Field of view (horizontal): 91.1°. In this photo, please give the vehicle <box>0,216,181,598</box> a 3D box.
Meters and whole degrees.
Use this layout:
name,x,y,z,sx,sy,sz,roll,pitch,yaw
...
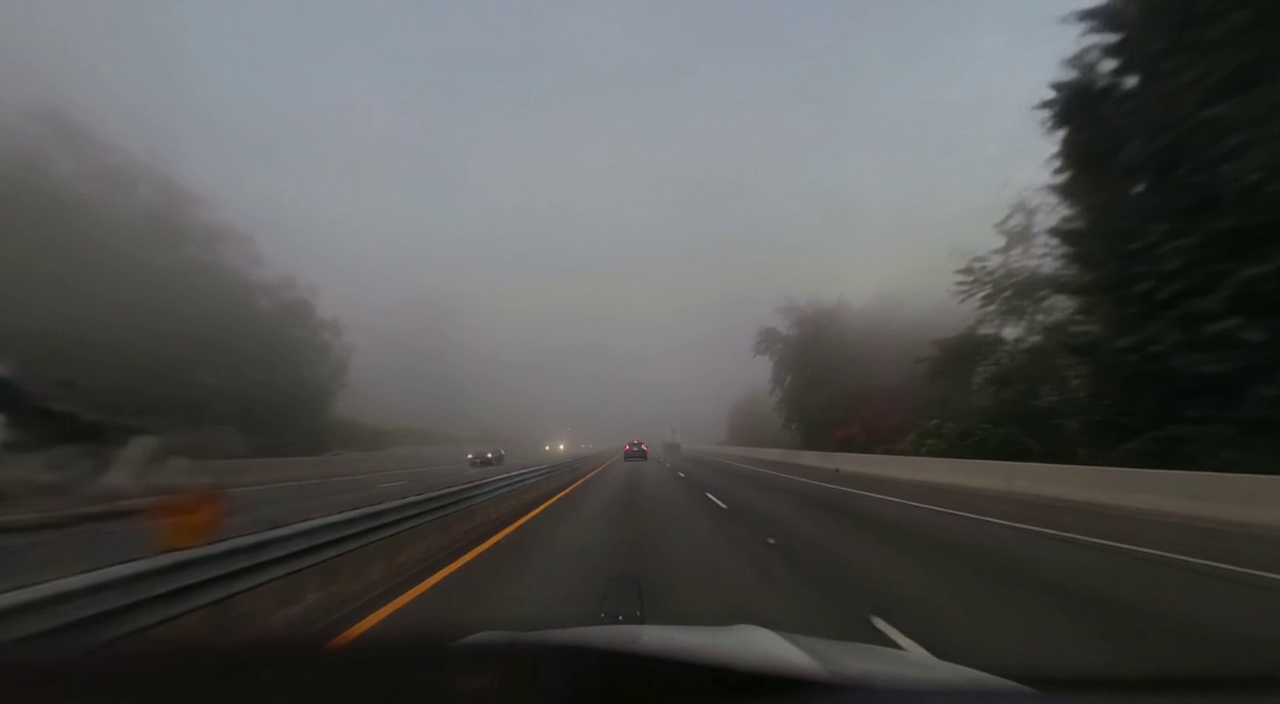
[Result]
name,x,y,z,sx,sy,sz,roll,pitch,yaw
vehicle,-8.263,0.288,4.116,3.129,4.014,10.246,-4,-8,-2

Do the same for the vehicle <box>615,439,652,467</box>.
name,x,y,z,sx,sy,sz,roll,pitch,yaw
vehicle,-0.361,5.744,36.013,2.004,1.472,4.075,0,-8,-1
